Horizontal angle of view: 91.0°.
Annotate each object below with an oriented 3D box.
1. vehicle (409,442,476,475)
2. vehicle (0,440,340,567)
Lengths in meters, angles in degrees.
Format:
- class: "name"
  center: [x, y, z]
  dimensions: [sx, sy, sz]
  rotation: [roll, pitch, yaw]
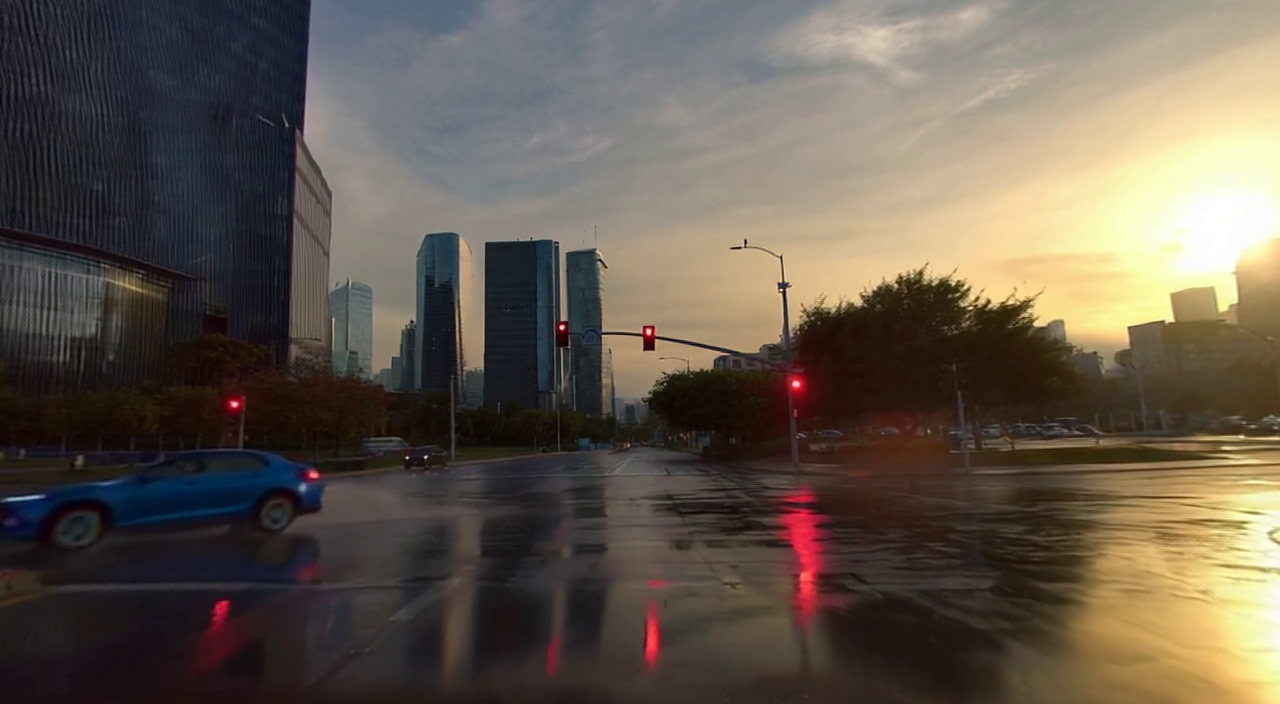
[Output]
- class: "vehicle"
  center: [-11.554, 6.277, 37.257]
  dimensions: [2.069, 1.771, 4.947]
  rotation: [0, -9, 3]
- class: "vehicle"
  center: [-7.557, 2.275, 10.294]
  dimensions: [2.065, 1.572, 4.218]
  rotation: [-7, -11, 37]
